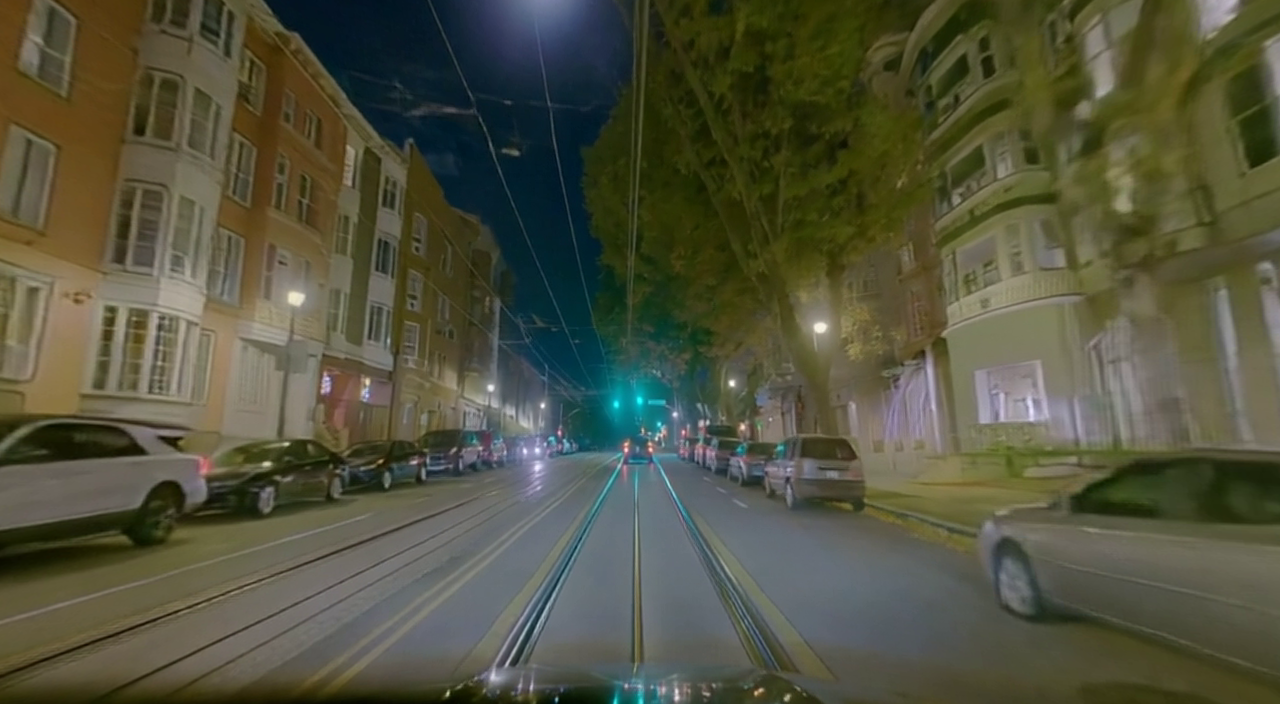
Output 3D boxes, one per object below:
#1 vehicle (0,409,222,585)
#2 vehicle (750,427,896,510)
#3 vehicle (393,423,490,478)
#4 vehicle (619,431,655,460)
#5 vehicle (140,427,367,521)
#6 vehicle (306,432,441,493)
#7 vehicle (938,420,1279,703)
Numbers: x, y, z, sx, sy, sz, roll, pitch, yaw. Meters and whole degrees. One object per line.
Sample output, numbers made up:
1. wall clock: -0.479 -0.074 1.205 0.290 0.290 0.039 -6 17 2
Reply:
1. vehicle: -7.316 1.535 7.208 1.861 1.751 4.550 1 -6 2
2. vehicle: 3.865 2.541 14.208 1.890 1.559 4.281 0 -9 -2
3. vehicle: -7.289 3.695 23.820 2.049 1.821 5.066 0 -9 0
4. vehicle: -0.187 5.383 36.341 1.984 1.571 3.404 0 -9 0
5. vehicle: -7.332 2.393 12.659 1.756 1.492 4.426 1 -10 -1
6. vehicle: -7.378 3.104 18.125 1.833 1.477 4.851 0 -9 -1
7. vehicle: 3.815 1.187 3.787 1.838 1.475 4.163 0 -9 -3
